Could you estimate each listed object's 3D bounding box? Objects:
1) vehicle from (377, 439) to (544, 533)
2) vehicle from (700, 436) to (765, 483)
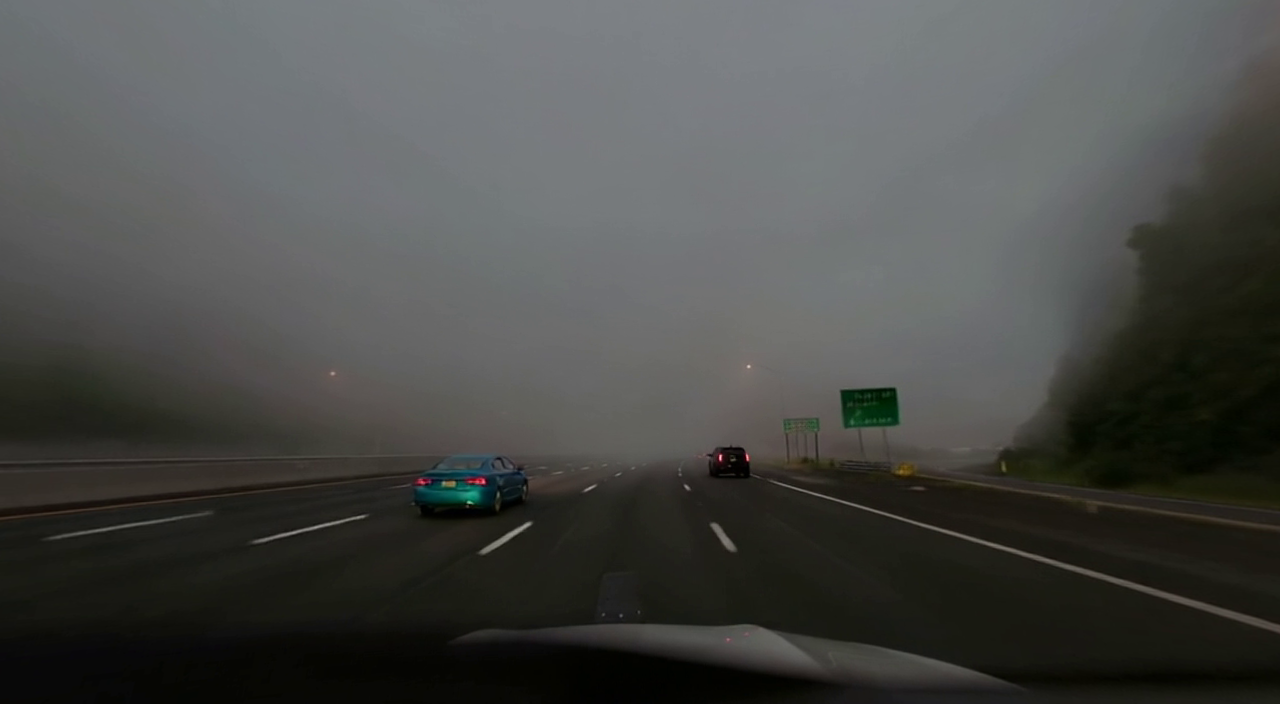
[{"bbox_3d":[-3.242,2.509,12.432,1.937,1.490,4.372,0,-9,1],"label":"vehicle"},{"bbox_3d":[3.944,4.678,27.602,2.225,1.833,4.340,0,-9,1],"label":"vehicle"}]
